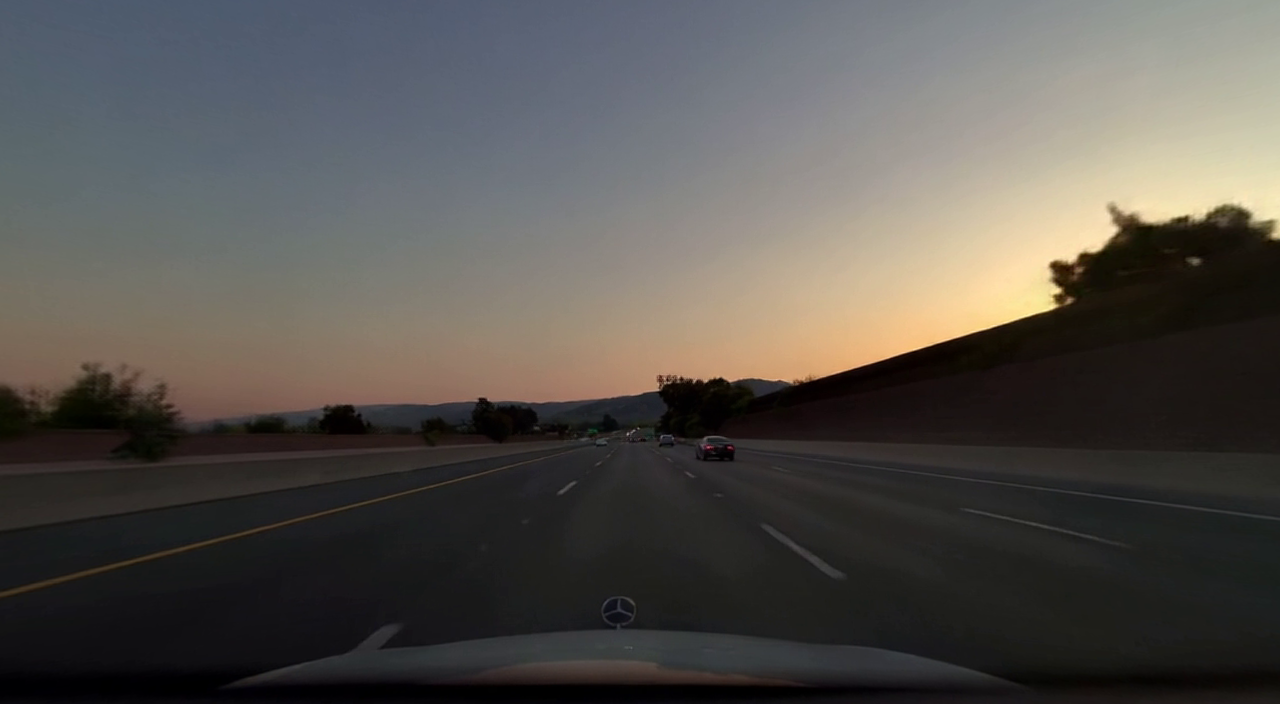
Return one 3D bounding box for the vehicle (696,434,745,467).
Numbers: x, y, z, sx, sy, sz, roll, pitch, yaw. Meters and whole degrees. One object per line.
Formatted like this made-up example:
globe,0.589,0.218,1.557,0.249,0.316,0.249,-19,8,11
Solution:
vehicle,3.826,4.735,30.433,1.802,1.492,3.804,0,-8,-1
